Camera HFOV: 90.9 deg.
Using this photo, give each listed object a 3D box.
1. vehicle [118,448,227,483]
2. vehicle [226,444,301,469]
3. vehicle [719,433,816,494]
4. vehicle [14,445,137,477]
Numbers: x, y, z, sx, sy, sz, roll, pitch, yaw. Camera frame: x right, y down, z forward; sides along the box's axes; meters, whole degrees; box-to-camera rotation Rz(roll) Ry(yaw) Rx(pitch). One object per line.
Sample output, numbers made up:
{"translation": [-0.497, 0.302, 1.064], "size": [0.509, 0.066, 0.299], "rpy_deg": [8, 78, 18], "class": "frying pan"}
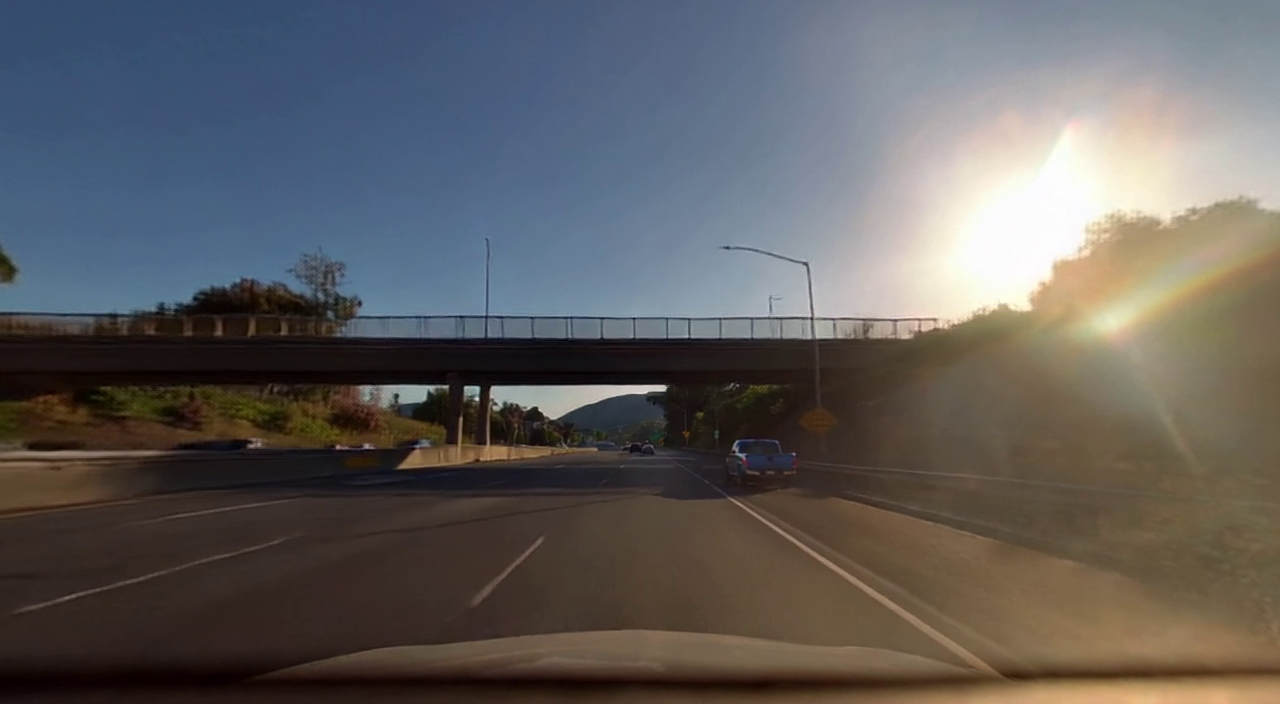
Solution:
{"translation": [-20.150, 4.885, 27.369], "size": [1.788, 1.380, 3.674], "rpy_deg": [0, -8, 2], "class": "vehicle"}
{"translation": [-23.312, 6.490, 39.284], "size": [1.872, 1.456, 4.348], "rpy_deg": [0, -8, 2], "class": "vehicle"}
{"translation": [3.820, 3.439, 19.878], "size": [2.010, 1.637, 4.940], "rpy_deg": [0, -8, 0], "class": "vehicle"}
{"translation": [-27.245, 5.244, 30.663], "size": [1.890, 1.450, 4.280], "rpy_deg": [0, -8, 2], "class": "vehicle"}
